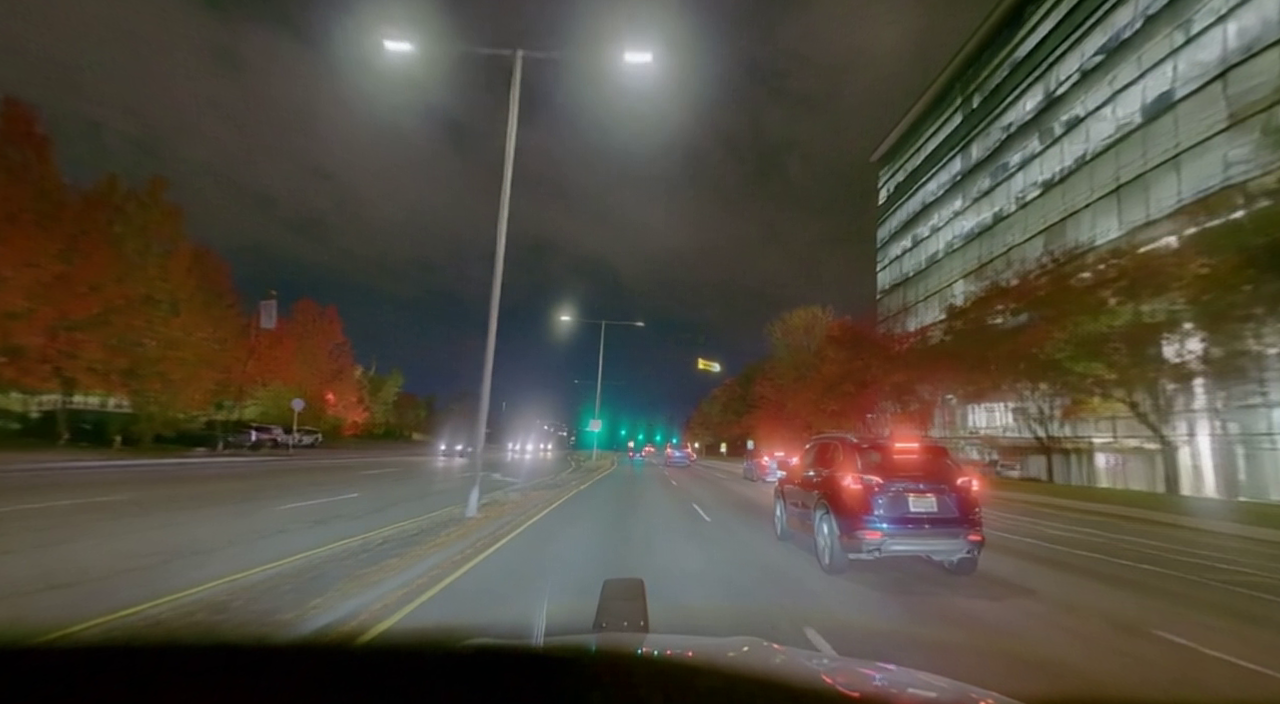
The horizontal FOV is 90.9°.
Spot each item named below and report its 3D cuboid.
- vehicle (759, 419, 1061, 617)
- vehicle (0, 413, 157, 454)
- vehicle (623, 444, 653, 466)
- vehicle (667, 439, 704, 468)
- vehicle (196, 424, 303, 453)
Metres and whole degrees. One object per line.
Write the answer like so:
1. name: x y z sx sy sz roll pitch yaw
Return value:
1. vehicle: 2.777 1.752 7.579 1.901 1.634 3.896 3 -8 0
2. vehicle: -27.492 3.951 30.444 6.220 1.825 2.361 0 -8 -1
3. vehicle: -0.147 7.211 44.268 1.991 1.477 3.814 0 -8 -1
4. vehicle: 3.127 7.102 44.218 2.154 1.844 4.634 2 -8 -1
5. vehicle: -27.116 6.042 43.899 6.055 1.910 2.113 -1 -8 0
